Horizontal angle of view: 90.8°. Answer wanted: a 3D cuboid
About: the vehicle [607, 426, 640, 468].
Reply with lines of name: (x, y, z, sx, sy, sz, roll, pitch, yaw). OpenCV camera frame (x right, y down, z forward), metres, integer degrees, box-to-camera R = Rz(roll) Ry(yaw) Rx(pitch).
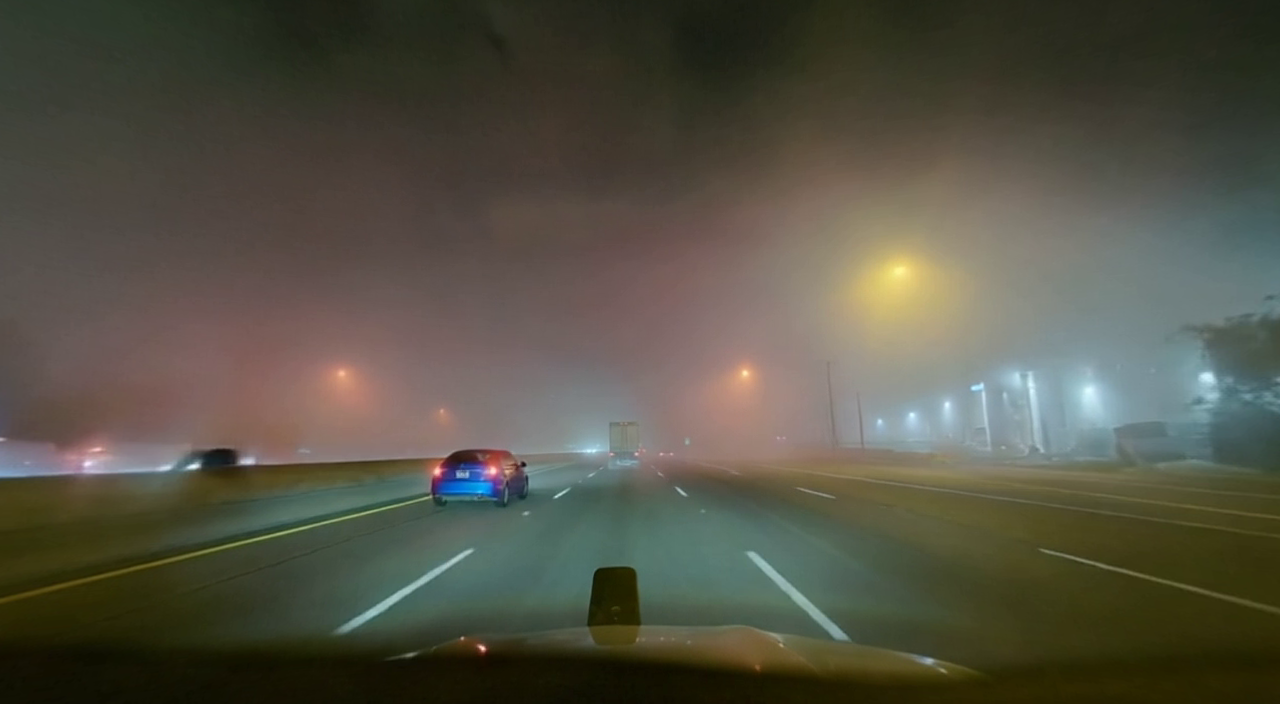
vehicle: (-1.281, 7.204, 48.115, 2.364, 2.953, 6.495, 0, -9, -2)

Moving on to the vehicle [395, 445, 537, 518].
vehicle: (-3.850, 2.926, 14.887, 2.097, 1.447, 4.291, 0, -9, 0)
